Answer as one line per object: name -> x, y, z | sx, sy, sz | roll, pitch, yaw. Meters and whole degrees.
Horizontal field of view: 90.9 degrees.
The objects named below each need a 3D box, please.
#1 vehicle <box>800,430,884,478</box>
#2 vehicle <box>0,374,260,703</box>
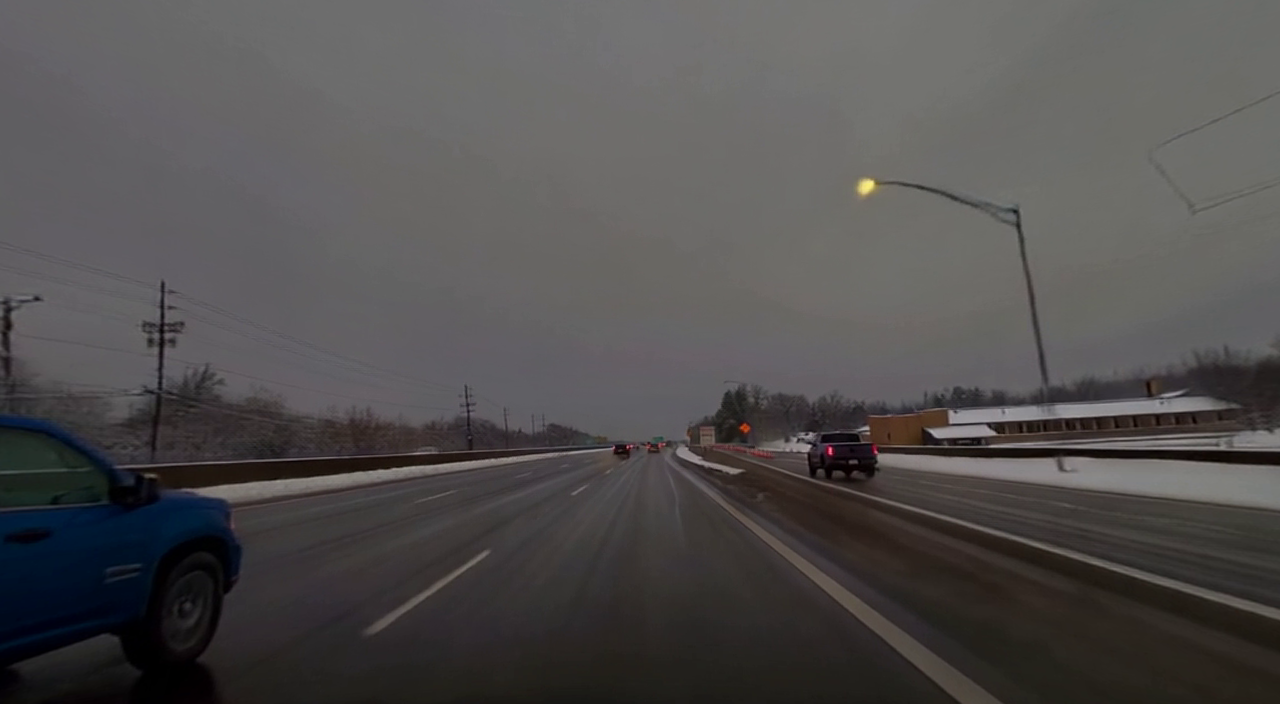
vehicle -> 8.495, 4.355, 27.104 | 2.186, 1.840, 5.289 | -1, -8, 4
vehicle -> -3.603, 0.828, 2.004 | 2.001, 1.619, 4.445 | 0, -8, 0
